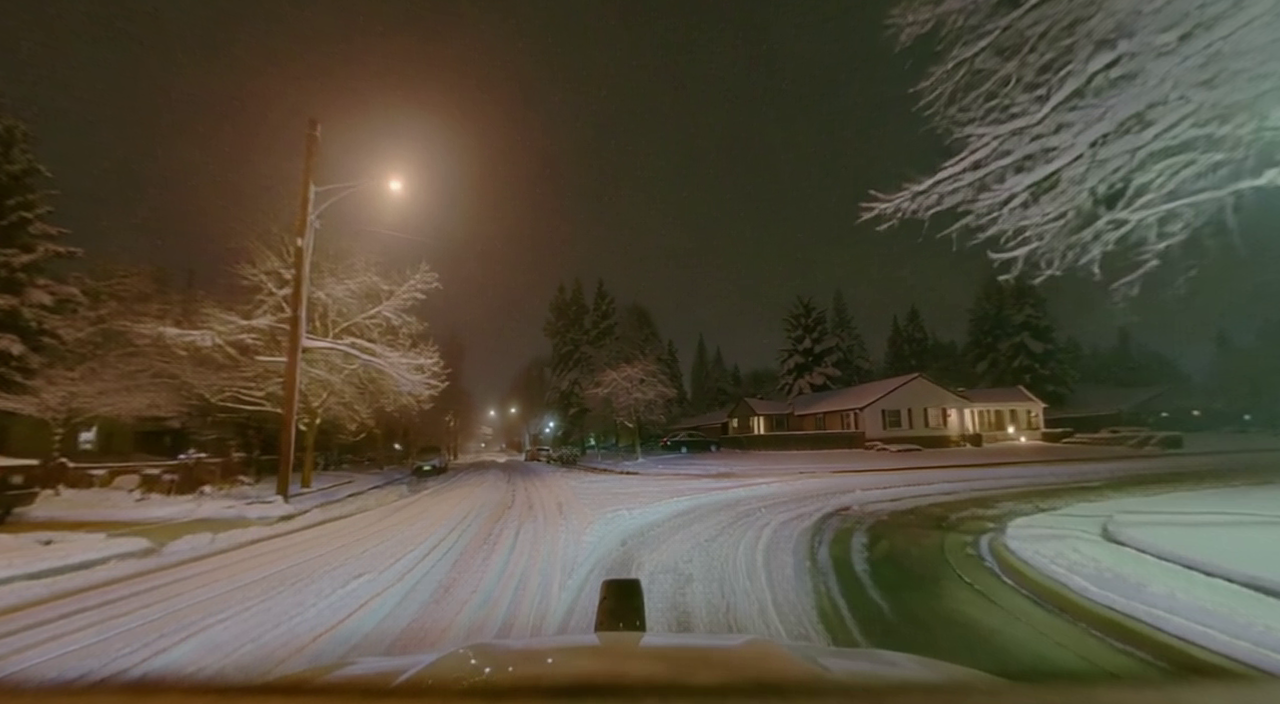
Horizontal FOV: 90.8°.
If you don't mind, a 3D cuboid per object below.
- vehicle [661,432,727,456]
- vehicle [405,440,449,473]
[{"bbox_3d":[3.773,6.503,44.479,4.241,1.597,1.833,2,-9,-15],"label":"vehicle"},{"bbox_3d":[-12.815,6.327,38.326,2.152,1.826,4.725,2,-9,-15],"label":"vehicle"}]
